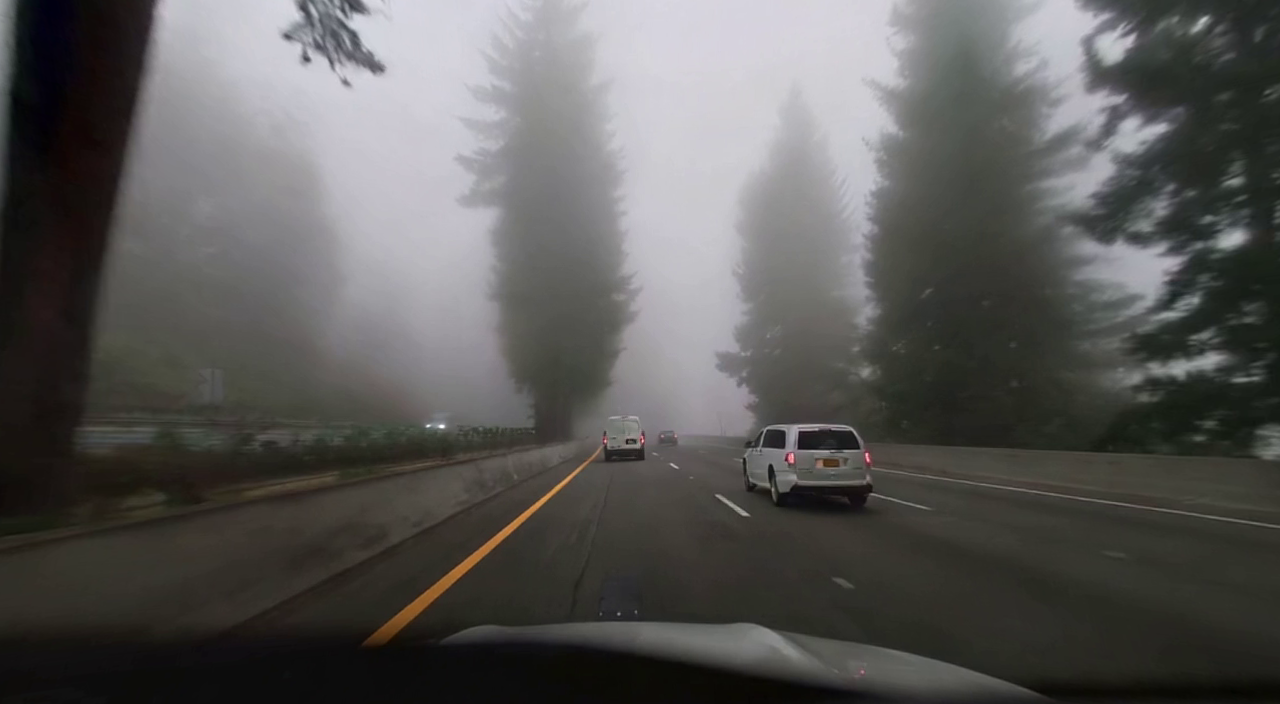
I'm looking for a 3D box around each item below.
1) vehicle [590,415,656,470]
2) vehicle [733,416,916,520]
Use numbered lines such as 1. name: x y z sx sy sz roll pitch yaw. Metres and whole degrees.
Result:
1. vehicle: -0.663 3.619 25.472 2.403 1.994 4.683 0 -8 -1
2. vehicle: 3.172 2.079 11.855 2.078 1.600 4.012 0 -8 -2
